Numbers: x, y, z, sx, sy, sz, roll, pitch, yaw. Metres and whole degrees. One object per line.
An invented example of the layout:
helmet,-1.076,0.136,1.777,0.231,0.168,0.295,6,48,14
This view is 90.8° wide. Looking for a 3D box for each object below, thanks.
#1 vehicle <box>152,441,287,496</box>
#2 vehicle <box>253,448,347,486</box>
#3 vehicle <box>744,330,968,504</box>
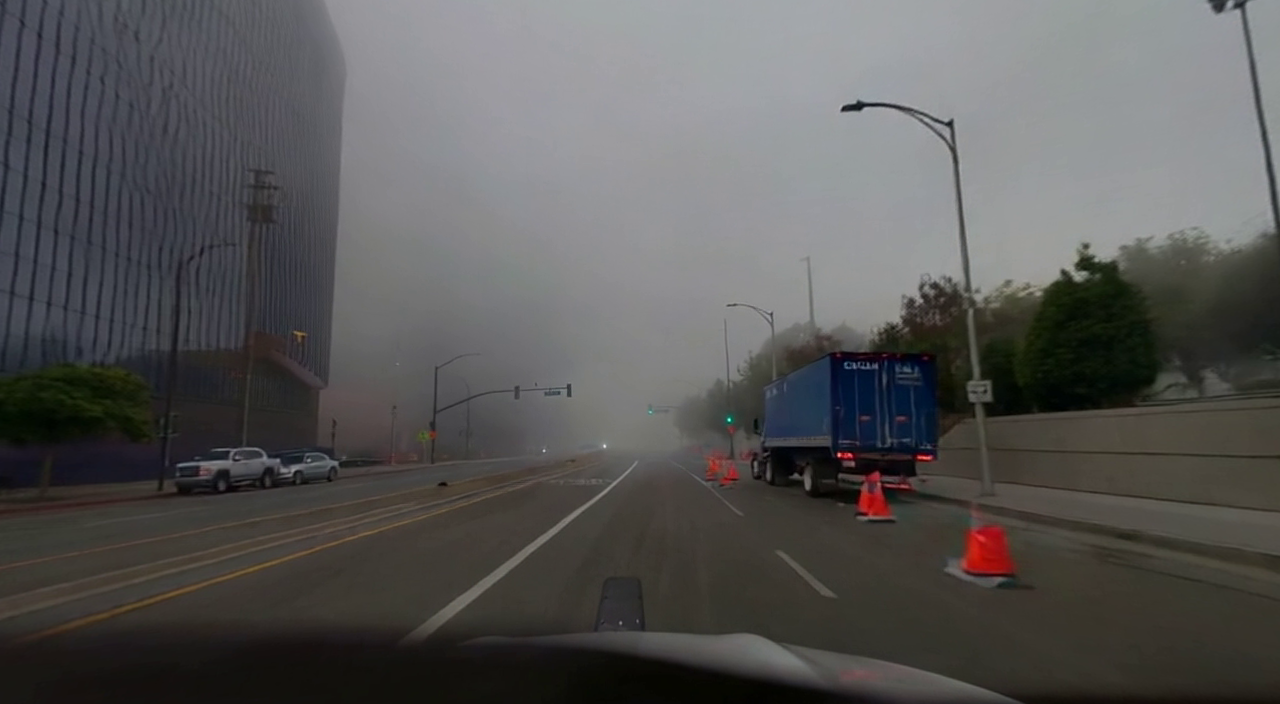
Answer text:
vehicle,-16.558,4.567,25.258,1.937,1.984,4.928,0,-8,0
vehicle,-16.561,5.586,31.106,1.925,1.665,4.893,0,-8,-1
vehicle,5.644,2.147,19.129,3.176,3.913,9.805,0,-8,-1
